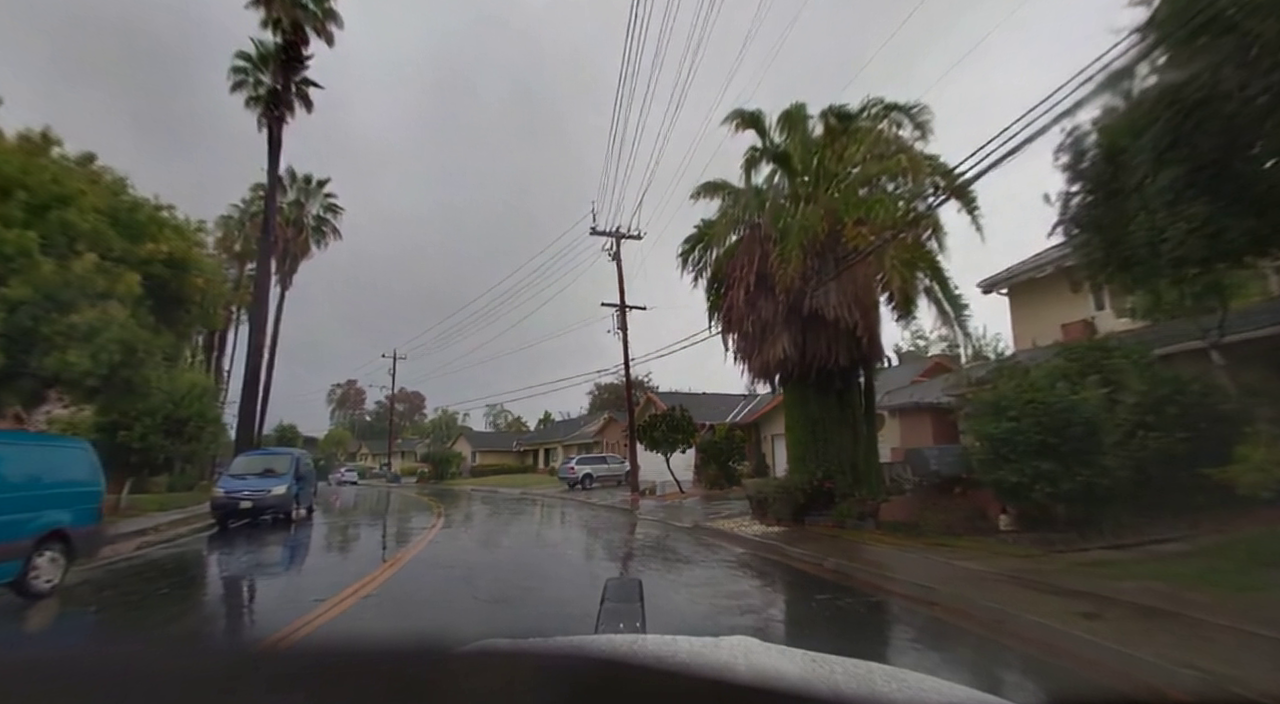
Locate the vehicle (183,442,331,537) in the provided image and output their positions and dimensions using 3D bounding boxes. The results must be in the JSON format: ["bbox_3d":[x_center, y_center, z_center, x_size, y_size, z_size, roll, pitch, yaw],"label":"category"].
[{"bbox_3d":[-10.815,3.887,18.498,2.552,2.134,6.076,0,-10,-20],"label":"vehicle"}]

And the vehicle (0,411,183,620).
[{"bbox_3d":[-7.761,1.697,6.256,2.677,2.033,6.011,-1,-14,-9],"label":"vehicle"}]

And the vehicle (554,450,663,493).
[{"bbox_3d":[-1.583,6.118,32.784,5.102,2.040,2.472,6,-10,-32],"label":"vehicle"}]
